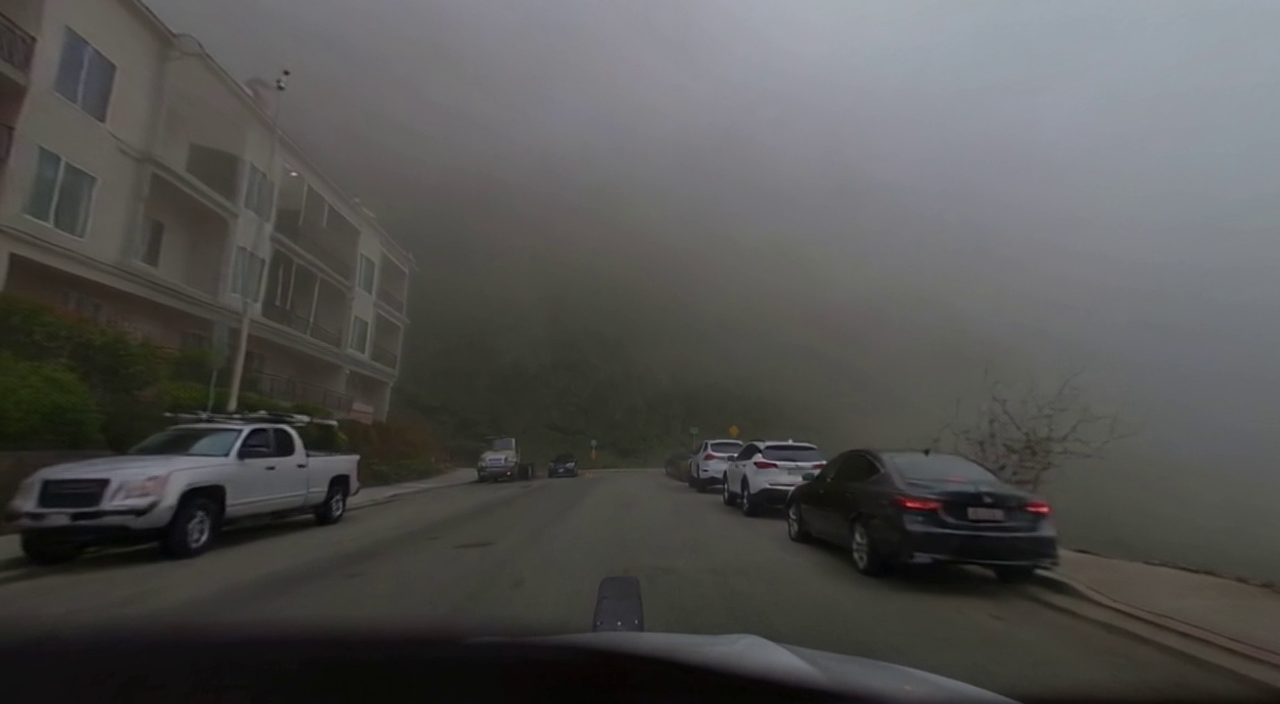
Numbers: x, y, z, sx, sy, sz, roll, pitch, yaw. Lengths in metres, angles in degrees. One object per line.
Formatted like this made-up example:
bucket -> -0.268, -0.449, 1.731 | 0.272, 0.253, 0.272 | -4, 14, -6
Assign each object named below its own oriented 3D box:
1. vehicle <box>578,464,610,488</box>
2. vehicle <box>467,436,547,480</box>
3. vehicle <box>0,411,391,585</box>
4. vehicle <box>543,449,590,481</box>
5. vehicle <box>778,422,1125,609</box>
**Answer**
vehicle -> -3.320, 9.148, 46.135 | 2.102, 1.621, 4.627 | 0, -13, -2
vehicle -> -6.425, 5.369, 31.330 | 2.692, 1.949, 5.948 | 0, -11, 0
vehicle -> -6.191, 1.984, 9.616 | 2.374, 1.843, 5.638 | 0, -9, 1
vehicle -> -3.573, 5.624, 31.357 | 1.856, 1.474, 4.522 | 0, -10, -1
vehicle -> 3.218, 1.768, 7.781 | 1.926, 1.602, 4.433 | 0, -9, -1
